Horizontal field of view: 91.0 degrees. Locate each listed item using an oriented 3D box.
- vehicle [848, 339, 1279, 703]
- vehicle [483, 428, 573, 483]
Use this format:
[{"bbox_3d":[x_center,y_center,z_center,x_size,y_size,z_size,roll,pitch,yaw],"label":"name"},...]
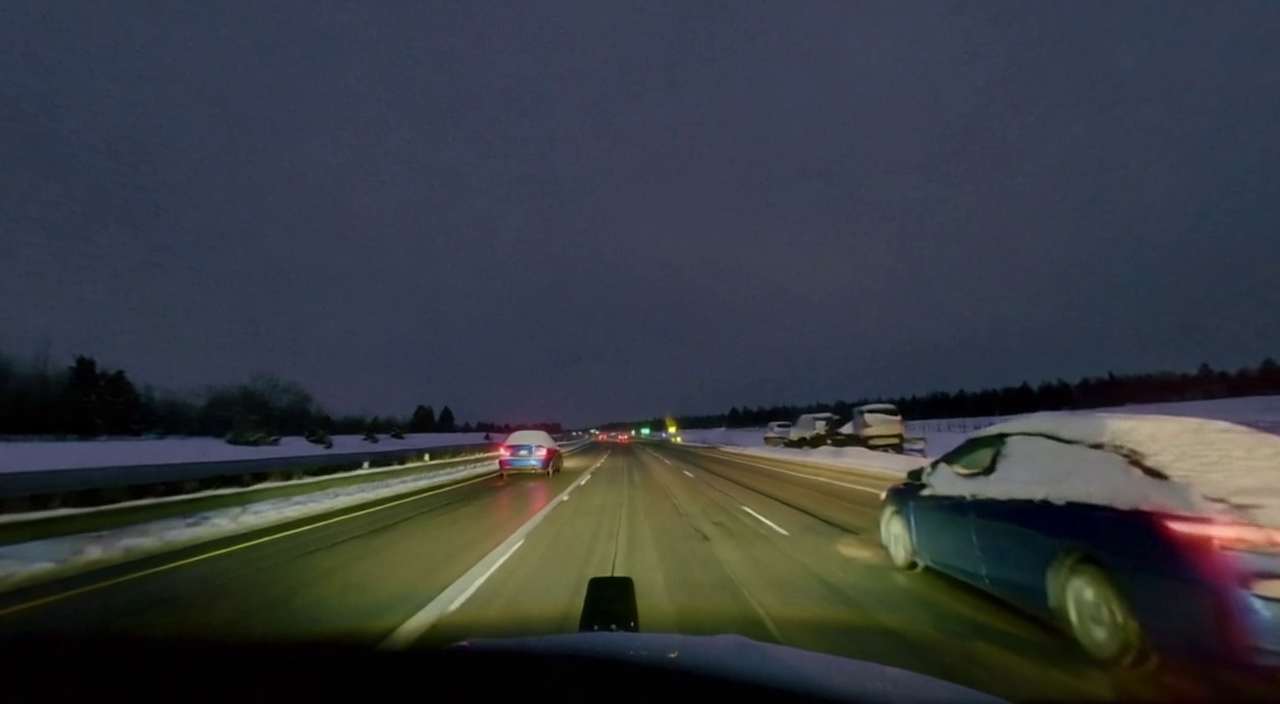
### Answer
[{"bbox_3d":[3.323,1.060,4.184,2.349,1.651,4.161,0,-8,-1],"label":"vehicle"},{"bbox_3d":[-3.595,3.415,21.093,2.206,1.604,4.374,0,-8,0],"label":"vehicle"}]
